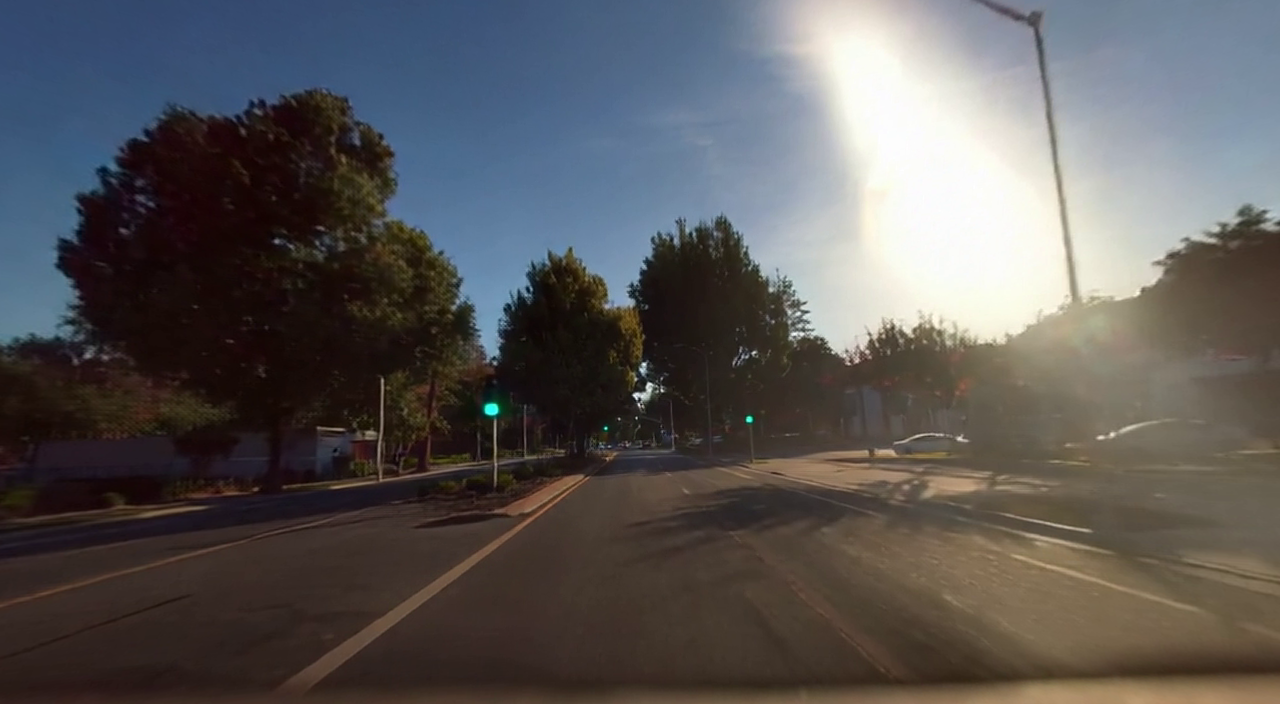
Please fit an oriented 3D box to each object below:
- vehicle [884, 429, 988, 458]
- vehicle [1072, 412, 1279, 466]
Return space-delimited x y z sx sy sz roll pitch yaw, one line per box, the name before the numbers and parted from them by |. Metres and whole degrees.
vehicle | 16.222 5.037 34.685 4.701 1.500 2.050 0 -8 0
vehicle | 16.624 2.700 19.354 5.124 1.541 2.070 0 -9 -1
